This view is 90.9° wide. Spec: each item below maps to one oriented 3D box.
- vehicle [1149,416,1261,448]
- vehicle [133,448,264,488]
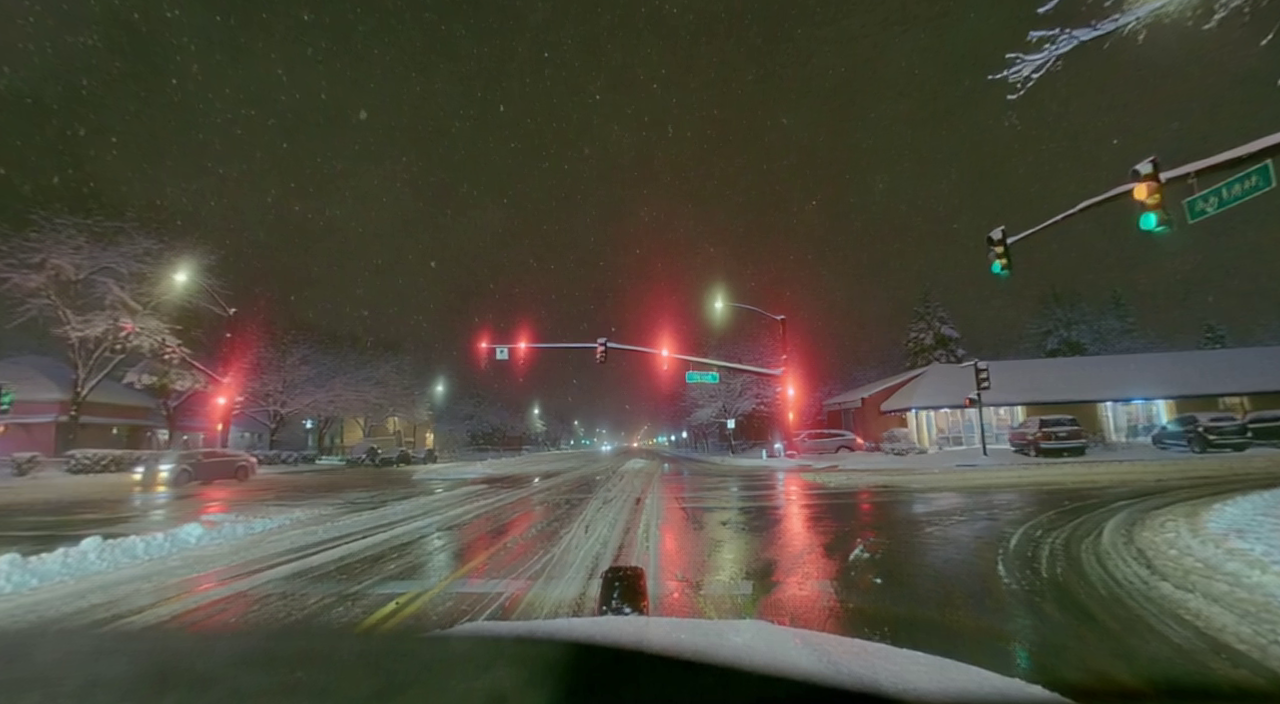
[{"bbox_3d":[28.270,4.067,31.722,1.799,1.459,4.266,-1,-8,3],"label":"vehicle"},{"bbox_3d":[-18.424,4.832,26.629,1.919,1.513,4.604,-1,-8,4],"label":"vehicle"}]
